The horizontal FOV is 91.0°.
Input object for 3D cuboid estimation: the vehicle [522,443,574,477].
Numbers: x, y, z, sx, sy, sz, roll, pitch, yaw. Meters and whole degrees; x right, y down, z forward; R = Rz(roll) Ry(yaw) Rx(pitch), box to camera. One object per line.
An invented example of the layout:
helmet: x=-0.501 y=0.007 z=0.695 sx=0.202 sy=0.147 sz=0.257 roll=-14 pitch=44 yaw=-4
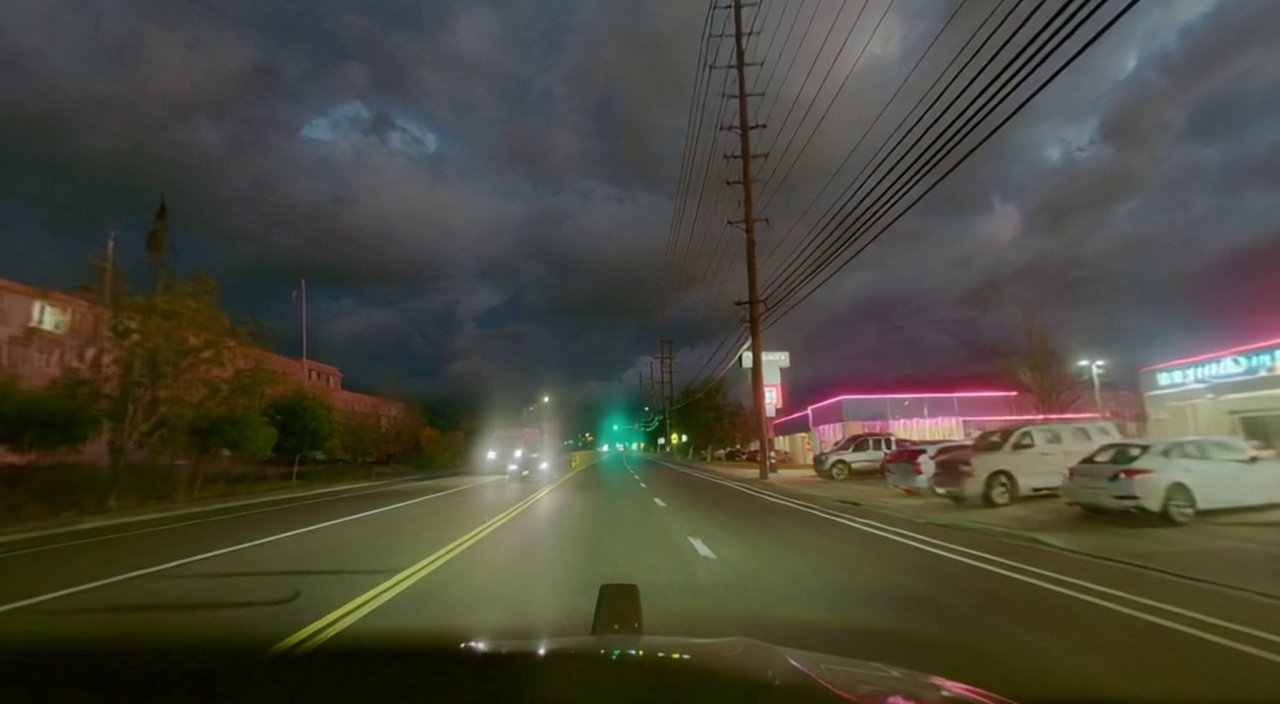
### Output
vehicle: x=-4.526 y=5.399 z=31.709 sx=1.998 sy=1.562 sz=4.433 roll=0 pitch=-8 yaw=-1

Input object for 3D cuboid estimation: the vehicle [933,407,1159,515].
vehicle: x=9.465 y=2.427 z=14.532 sx=5.414 sy=2.035 sz=2.476 roll=6 pitch=-10 yaw=-36

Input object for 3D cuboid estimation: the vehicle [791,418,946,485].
vehicle: x=9.138 y=3.863 z=24.837 sx=6.532 sy=2.291 sz=2.575 roll=6 pitch=-11 yaw=-38

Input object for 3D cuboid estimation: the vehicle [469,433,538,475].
vehicle: x=-8.418 y=6.383 z=39.819 sx=2.909 sy=2.362 sz=7.390 roll=0 pitch=-8 yaw=-1

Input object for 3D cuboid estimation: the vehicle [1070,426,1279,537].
vehicle: x=9.906 y=2.145 z=11.114 sx=4.667 sy=1.548 sz=2.143 roll=5 pitch=-10 yaw=-34
